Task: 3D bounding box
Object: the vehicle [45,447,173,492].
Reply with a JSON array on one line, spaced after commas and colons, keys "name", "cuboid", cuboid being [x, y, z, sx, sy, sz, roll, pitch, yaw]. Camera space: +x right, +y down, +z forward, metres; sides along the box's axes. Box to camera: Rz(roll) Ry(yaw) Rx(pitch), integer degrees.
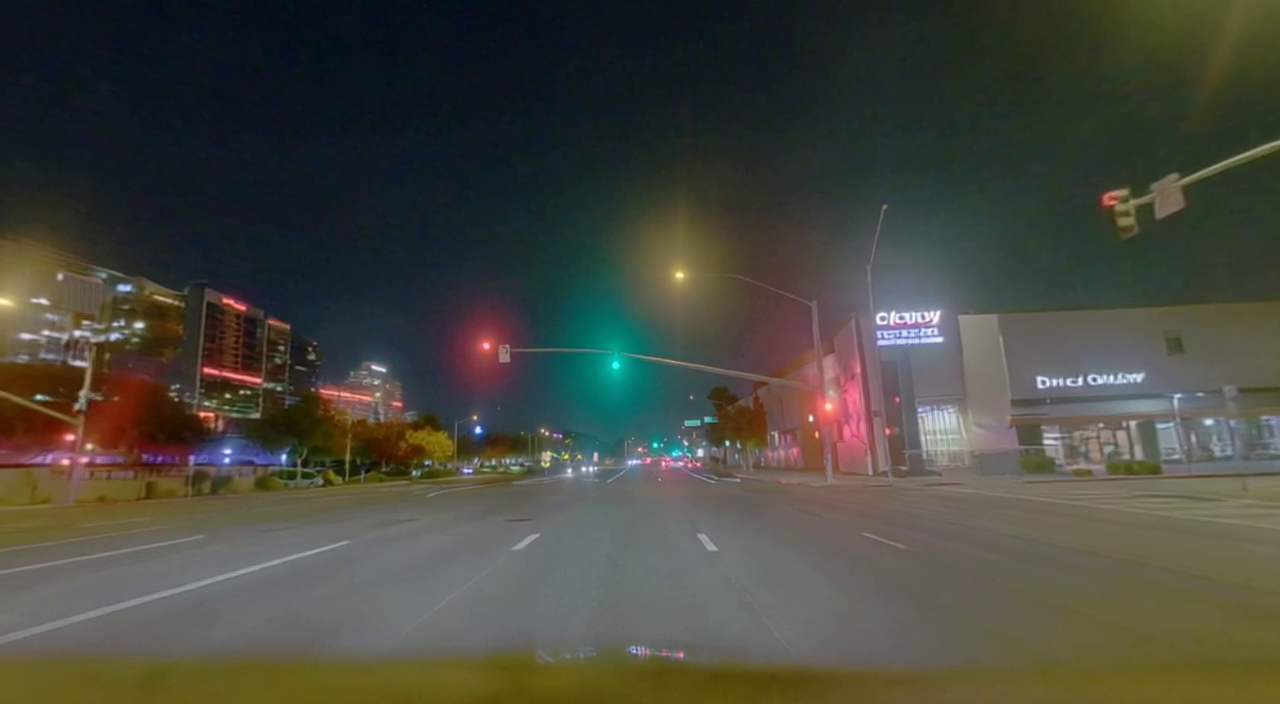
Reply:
[{"name": "vehicle", "cuboid": [-40.916, 9.019, 48.808, 7.220, 3.287, 2.764, 0, -8, 0]}]
